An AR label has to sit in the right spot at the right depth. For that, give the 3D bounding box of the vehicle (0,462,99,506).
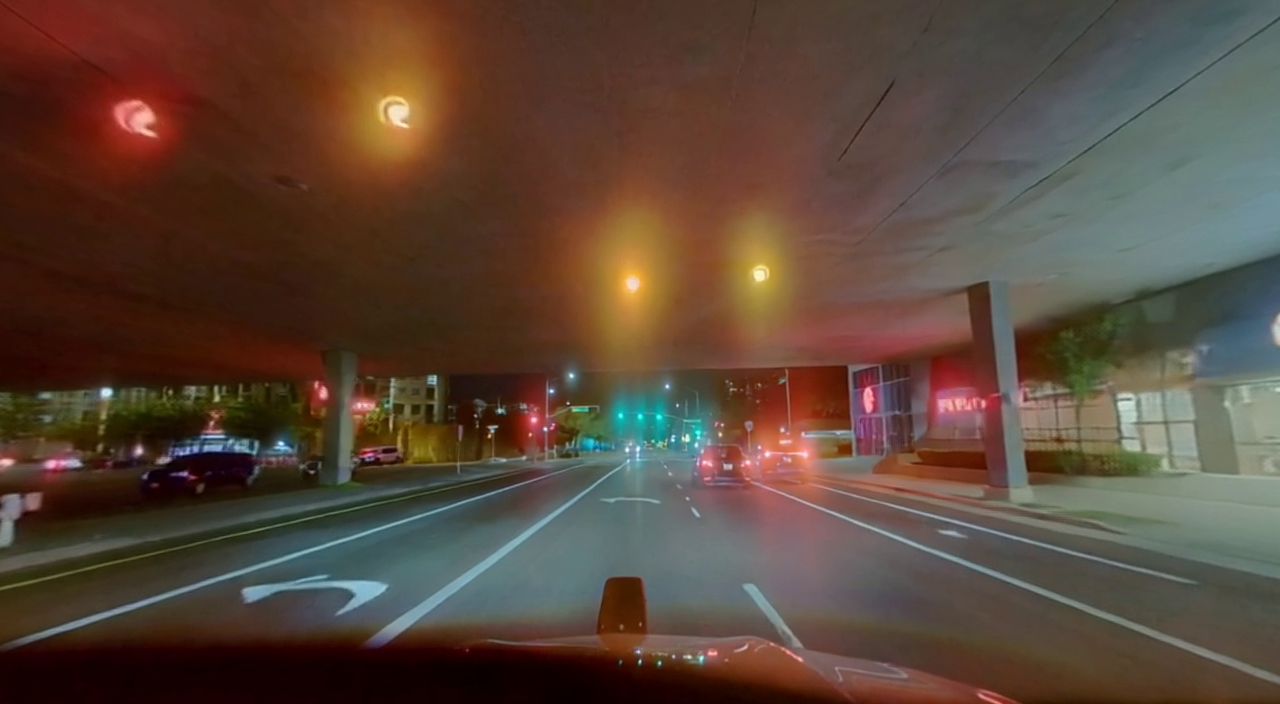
[{"bbox_3d":[-24.589,5.168,24.821,2.128,1.493,4.955,-1,-8,2],"label":"vehicle"}]

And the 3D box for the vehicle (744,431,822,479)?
[{"bbox_3d":[6.859,5.024,31.094,2.433,2.116,5.789,0,-8,-1],"label":"vehicle"}]

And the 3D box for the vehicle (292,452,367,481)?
[{"bbox_3d":[-17.800,6.541,36.400,1.985,1.505,4.275,-1,-8,2],"label":"vehicle"}]

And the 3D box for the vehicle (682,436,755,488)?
[{"bbox_3d":[2.554,3.677,21.346,1.947,1.576,3.825,0,-8,0],"label":"vehicle"}]

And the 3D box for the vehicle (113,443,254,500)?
[{"bbox_3d":[-18.006,4.689,25.244,2.167,2.024,4.589,0,-8,0],"label":"vehicle"}]
